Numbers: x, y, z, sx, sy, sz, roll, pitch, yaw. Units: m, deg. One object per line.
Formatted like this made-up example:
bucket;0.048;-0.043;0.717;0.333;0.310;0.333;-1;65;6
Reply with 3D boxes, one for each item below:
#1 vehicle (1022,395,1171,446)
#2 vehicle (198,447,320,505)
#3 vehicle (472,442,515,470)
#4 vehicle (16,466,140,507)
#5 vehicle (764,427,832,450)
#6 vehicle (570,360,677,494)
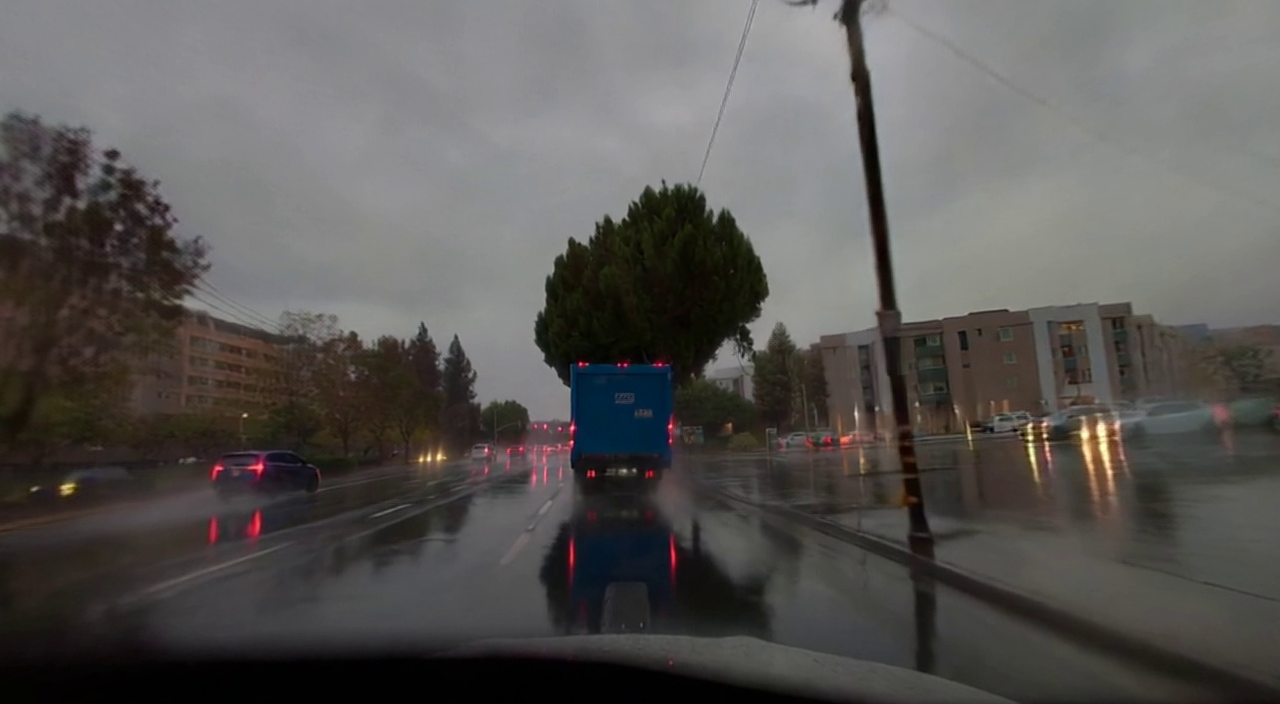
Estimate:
vehicle;17.849;2.804;24.913;1.880;1.804;4.679;1;-8;-9
vehicle;-12.359;3.979;20.760;1.958;1.672;4.283;1;-9;-10
vehicle;-9.823;7.008;42.417;2.095;1.759;4.433;0;-9;-3
vehicle;-27.820;6.634;31.340;2.033;1.742;4.692;1;-9;-5
vehicle;11.246;6.194;44.884;4.321;1.579;1.823;1;-9;-4
vehicle;-0.849;2.687;21.600;2.905;3.644;8.807;1;-9;-5
